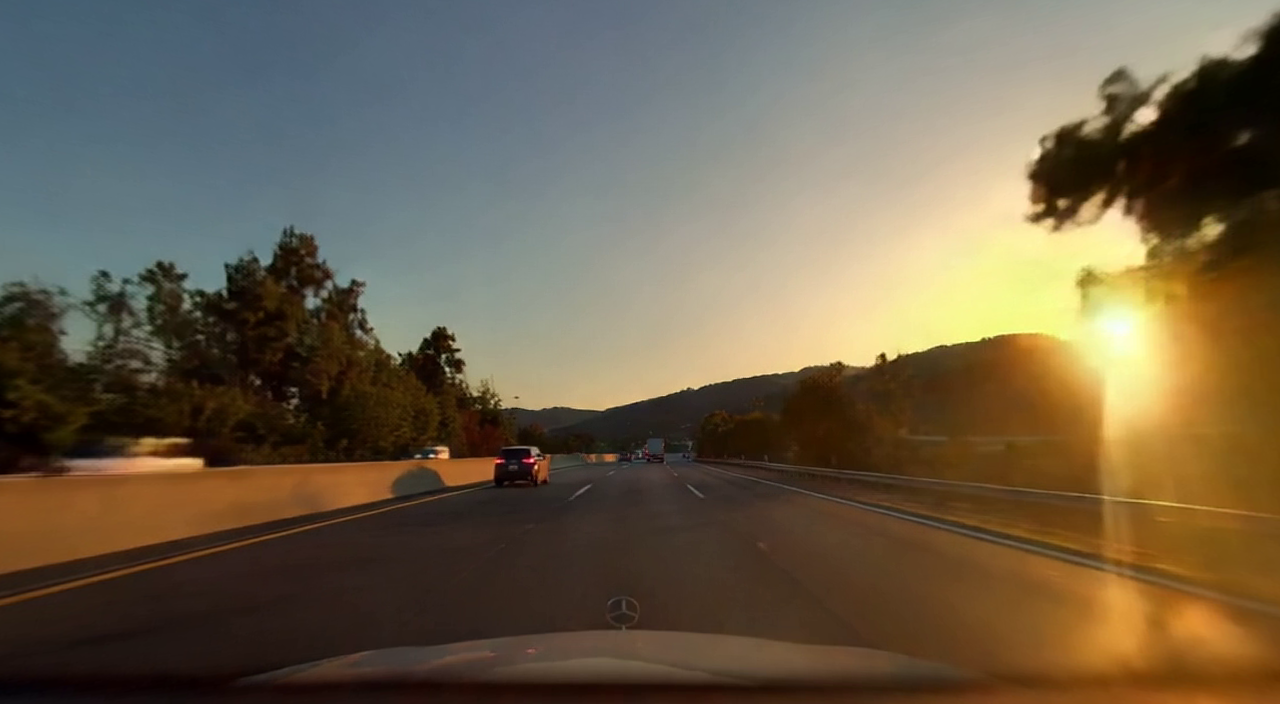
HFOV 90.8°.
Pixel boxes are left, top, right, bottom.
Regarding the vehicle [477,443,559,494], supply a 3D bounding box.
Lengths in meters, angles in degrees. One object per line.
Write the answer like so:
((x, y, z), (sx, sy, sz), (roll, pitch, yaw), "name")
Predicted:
((-4.166, 4.048, 22.276), (2.035, 1.595, 4.022), (0, -9, 1), "vehicle")
